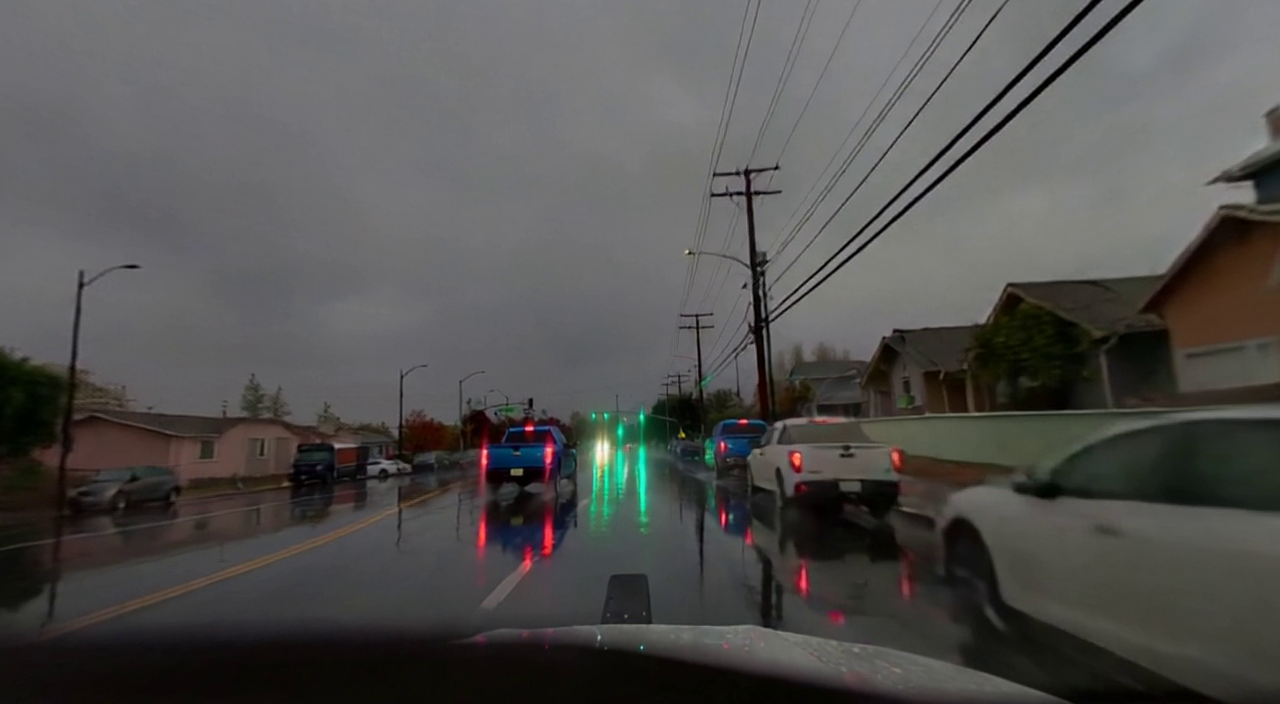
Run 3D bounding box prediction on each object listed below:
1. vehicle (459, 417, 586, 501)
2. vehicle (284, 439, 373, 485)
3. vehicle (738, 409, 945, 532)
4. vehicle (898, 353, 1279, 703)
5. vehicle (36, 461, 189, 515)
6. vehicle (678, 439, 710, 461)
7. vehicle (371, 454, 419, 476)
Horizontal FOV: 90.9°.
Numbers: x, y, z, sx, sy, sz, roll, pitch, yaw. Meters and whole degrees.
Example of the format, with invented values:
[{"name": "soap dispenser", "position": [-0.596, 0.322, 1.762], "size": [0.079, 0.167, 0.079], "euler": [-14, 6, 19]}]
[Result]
[{"name": "vehicle", "position": [-2.902, 2.829, 16.986], "size": [2.242, 1.890, 5.306], "euler": [-1, -9, 2]}, {"name": "vehicle", "position": [-18.982, 6.701, 38.804], "size": [2.159, 2.586, 5.899], "euler": [-1, -9, 3]}, {"name": "vehicle", "position": [3.260, 2.048, 11.425], "size": [2.052, 1.750, 4.679], "euler": [0, -9, -2]}, {"name": "vehicle", "position": [3.111, 0.920, 2.690], "size": [2.115, 1.615, 4.772], "euler": [-1, -9, 2]}, {"name": "vehicle", "position": [-18.795, 4.823, 22.748], "size": [1.908, 1.614, 4.092], "euler": [-1, -9, 1]}, {"name": "vehicle", "position": [3.944, 7.271, 46.765], "size": [2.012, 1.491, 4.333], "euler": [0, -9, 0]}, {"name": "vehicle", "position": [-18.477, 8.552, 47.757], "size": [1.820, 1.511, 4.294], "euler": [-1, -9, 1]}]
